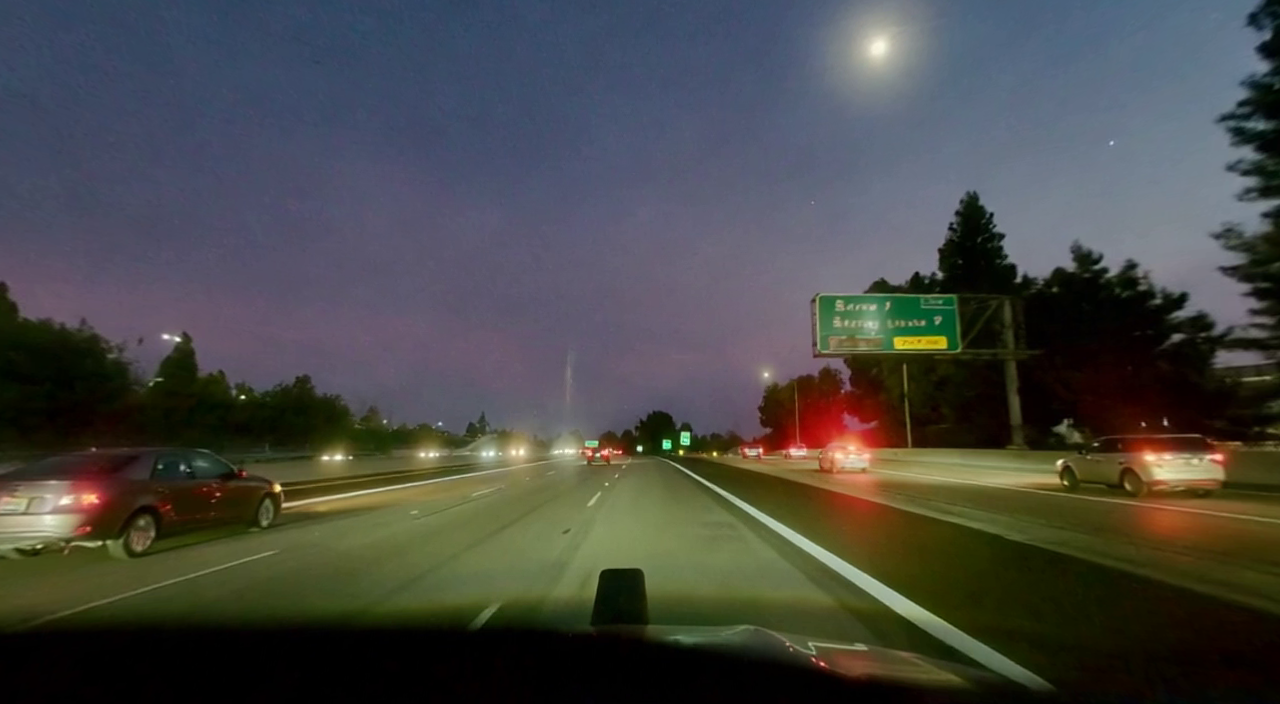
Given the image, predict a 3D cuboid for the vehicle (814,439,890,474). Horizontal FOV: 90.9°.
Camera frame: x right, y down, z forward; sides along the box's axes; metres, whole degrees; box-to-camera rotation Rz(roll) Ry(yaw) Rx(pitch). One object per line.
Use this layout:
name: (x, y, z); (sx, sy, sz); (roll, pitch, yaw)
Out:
vehicle: (10.127, 5.031, 30.573); (2.201, 1.535, 4.735); (0, -8, 2)

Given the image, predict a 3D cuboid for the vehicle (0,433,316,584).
vehicle: (-6.715, 1.885, 8.597); (2.038, 1.463, 4.656); (0, -8, 1)

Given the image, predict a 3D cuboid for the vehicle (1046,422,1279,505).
vehicle: (13.024, 2.748, 16.045); (2.168, 1.753, 4.993); (0, -8, 2)
